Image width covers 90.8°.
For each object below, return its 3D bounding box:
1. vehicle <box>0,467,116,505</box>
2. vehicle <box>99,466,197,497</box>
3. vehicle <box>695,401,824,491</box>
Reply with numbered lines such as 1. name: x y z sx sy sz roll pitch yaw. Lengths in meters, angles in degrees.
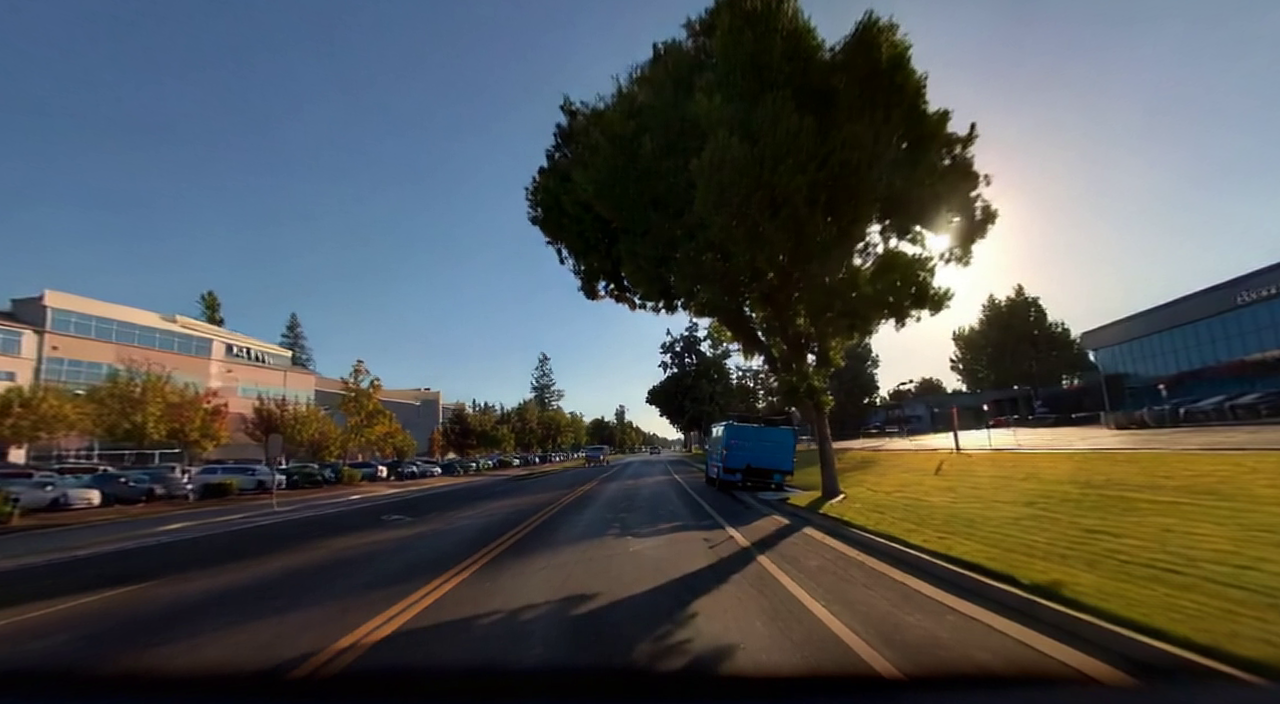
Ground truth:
1. vehicle: -30.947 7.064 33.457 4.597 1.865 2.036 -1 -9 4
2. vehicle: -30.114 7.924 38.741 4.371 1.750 1.940 0 -9 1
3. vehicle: 4.545 3.965 26.818 3.282 3.067 10.181 0 -8 -1
